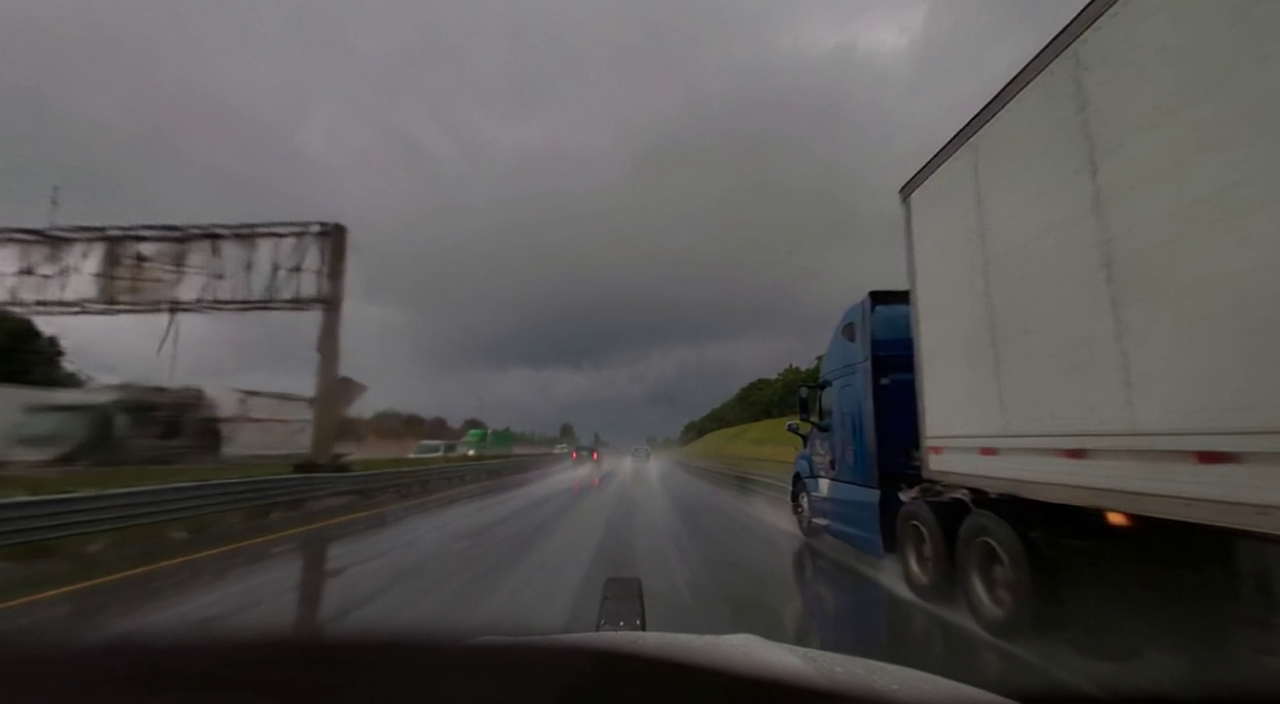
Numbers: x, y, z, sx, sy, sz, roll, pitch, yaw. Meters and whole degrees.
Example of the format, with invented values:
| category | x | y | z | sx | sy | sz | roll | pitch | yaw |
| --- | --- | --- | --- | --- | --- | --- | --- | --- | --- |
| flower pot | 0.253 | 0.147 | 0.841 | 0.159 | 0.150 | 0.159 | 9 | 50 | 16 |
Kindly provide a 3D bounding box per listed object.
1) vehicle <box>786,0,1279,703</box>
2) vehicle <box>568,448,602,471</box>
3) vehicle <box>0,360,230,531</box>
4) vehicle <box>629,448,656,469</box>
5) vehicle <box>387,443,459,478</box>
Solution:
| category | x | y | z | sx | sy | sz | roll | pitch | yaw |
| --- | --- | --- | --- | --- | --- | --- | --- | --- | --- |
| vehicle | 3.700 | 0.341 | 6.236 | 2.983 | 3.940 | 5.919 | 0 | -9 | 0 |
| vehicle | -3.841 | 7.521 | 44.363 | 1.952 | 1.521 | 4.095 | 0 | -9 | 1 |
| vehicle | -11.869 | 1.927 | 12.841 | 2.445 | 2.805 | 6.838 | 0 | -9 | -1 |
| vehicle | 0.149 | 7.919 | 47.032 | 1.931 | 1.453 | 3.695 | 0 | -9 | 0 |
| vehicle | -11.772 | 5.919 | 34.665 | 2.113 | 1.770 | 4.939 | 0 | -9 | 1 |
